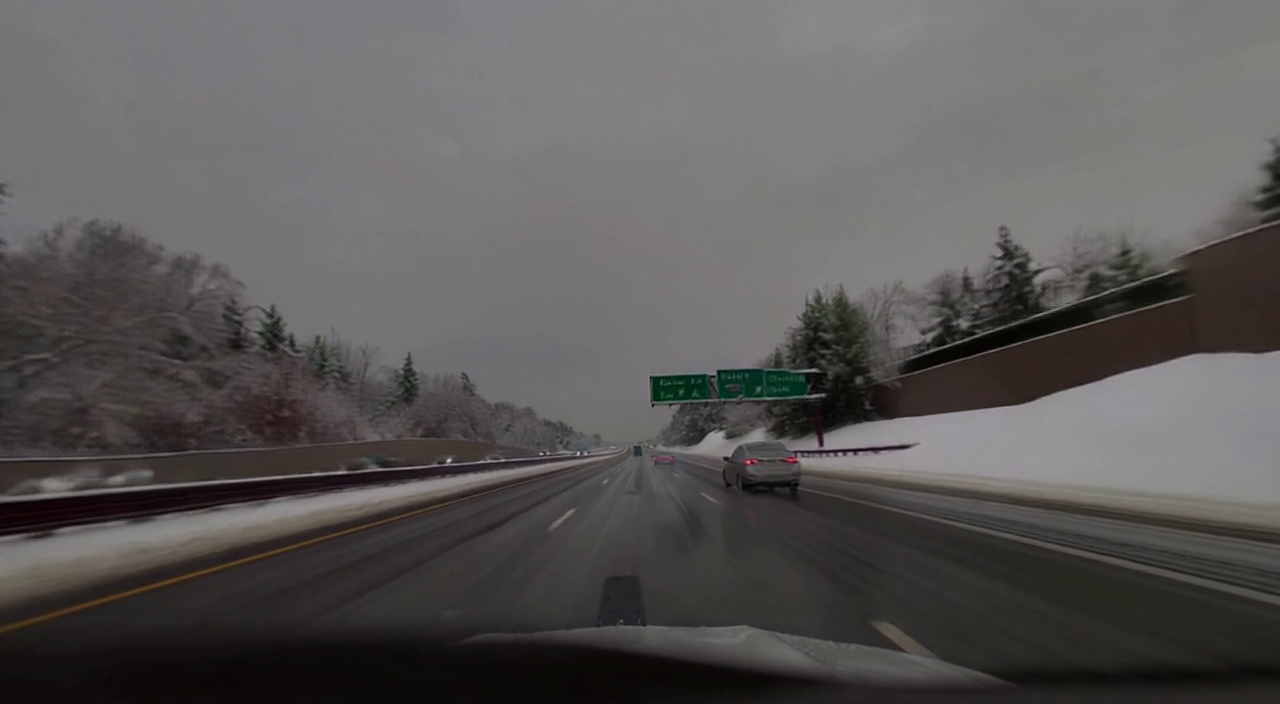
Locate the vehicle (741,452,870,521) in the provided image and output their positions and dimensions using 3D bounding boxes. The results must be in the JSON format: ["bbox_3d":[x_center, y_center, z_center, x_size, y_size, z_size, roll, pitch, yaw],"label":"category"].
[{"bbox_3d":[3.551,2.927,14.170,1.883,1.320,3.386,0,-9,-2],"label":"vehicle"}]

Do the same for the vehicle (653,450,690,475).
[{"bbox_3d":[1.886,6.782,38.913,2.065,1.400,4.028,0,-9,1],"label":"vehicle"}]

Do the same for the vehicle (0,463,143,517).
[{"bbox_3d":[-19.823,4.586,21.421,1.909,1.514,4.719,0,-9,1],"label":"vehicle"}]

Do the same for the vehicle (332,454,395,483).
[{"bbox_3d":[-14.876,6.288,34.088,1.676,1.439,3.554,-1,-9,2],"label":"vehicle"}]
